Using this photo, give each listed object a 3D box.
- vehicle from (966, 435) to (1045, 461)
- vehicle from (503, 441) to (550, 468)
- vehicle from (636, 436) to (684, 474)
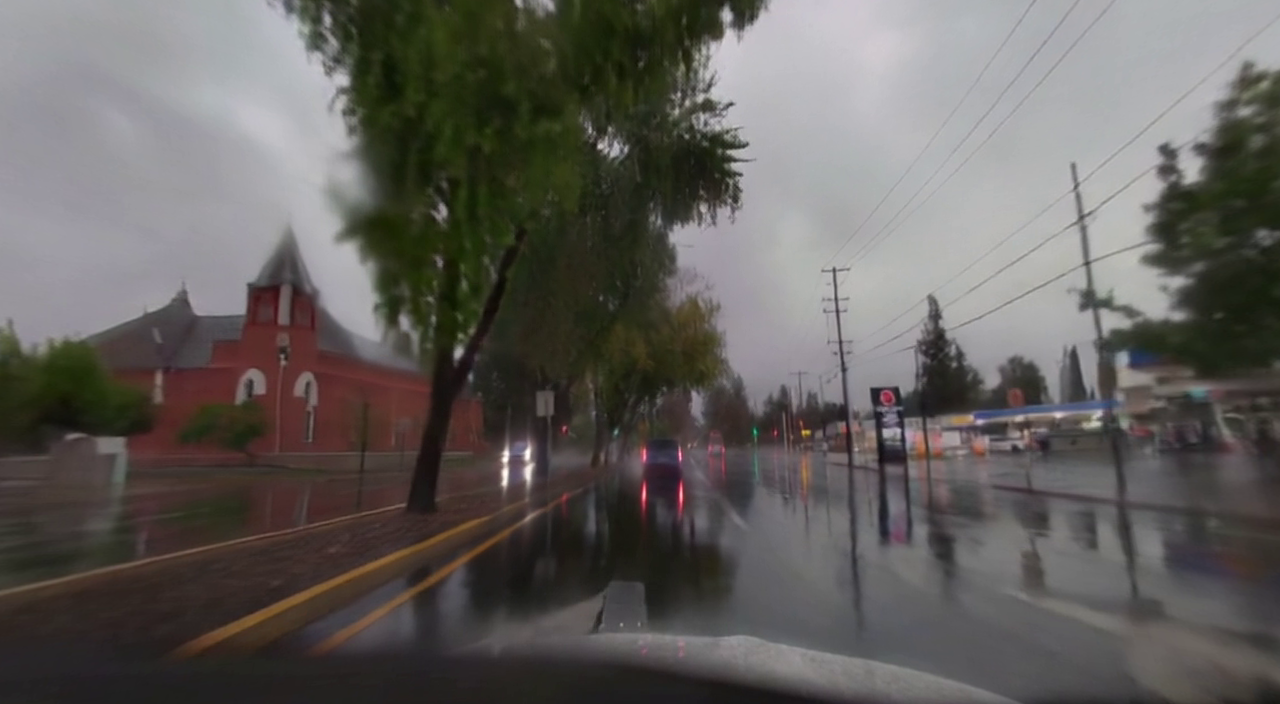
[{"bbox_3d":[26.455,6.939,45.796,4.510,1.733,2.066,0,-8,-8],"label":"vehicle"},{"bbox_3d":[-8.496,7.720,47.663,2.159,1.850,4.944,-1,-9,6],"label":"vehicle"},{"bbox_3d":[0.968,4.747,29.226,2.032,1.621,4.082,-1,-9,3],"label":"vehicle"}]
